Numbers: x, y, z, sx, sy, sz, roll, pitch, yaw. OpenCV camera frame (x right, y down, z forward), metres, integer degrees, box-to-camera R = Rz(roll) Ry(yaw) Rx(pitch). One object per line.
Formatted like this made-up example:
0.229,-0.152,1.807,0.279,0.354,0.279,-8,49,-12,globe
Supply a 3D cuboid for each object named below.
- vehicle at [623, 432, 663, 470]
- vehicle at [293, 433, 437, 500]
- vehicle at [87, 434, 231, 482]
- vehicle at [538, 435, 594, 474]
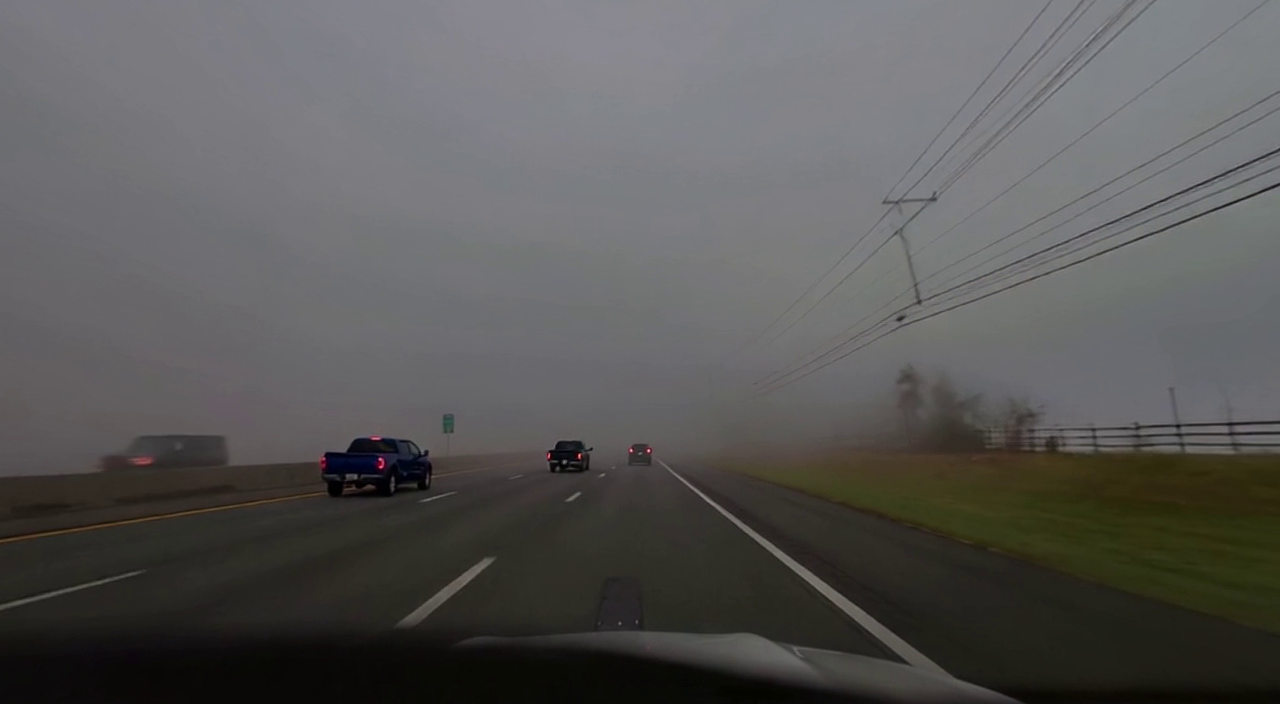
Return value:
0.189,6.137,39.258,2.358,2.144,4.713,0,-9,0,vehicle
-7.423,3.133,17.651,2.013,1.609,4.446,0,-9,0,vehicle
-21.065,4.650,28.043,2.146,1.906,5.388,0,-9,0,vehicle
-3.694,5.240,32.354,2.204,1.812,5.289,0,-9,0,vehicle
